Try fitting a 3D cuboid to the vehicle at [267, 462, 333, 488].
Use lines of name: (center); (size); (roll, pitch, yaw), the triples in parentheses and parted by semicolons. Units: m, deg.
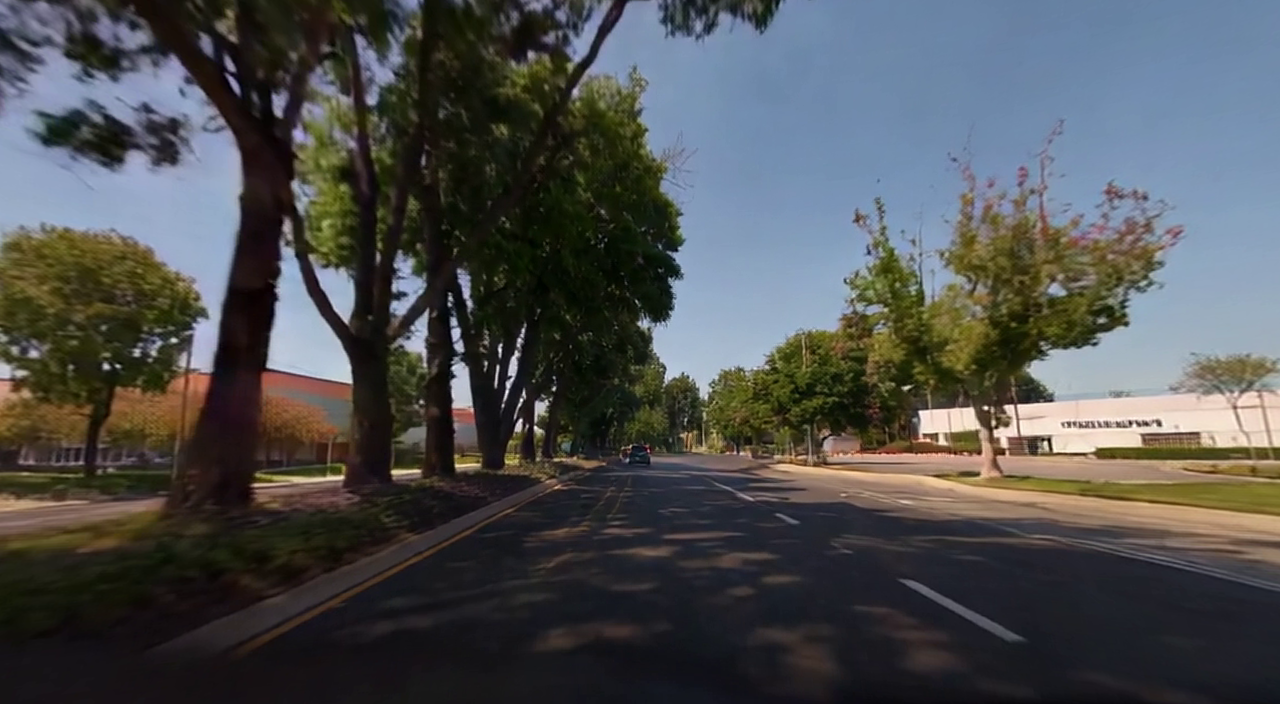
vehicle: (-20.918, 7.543, 39.059); (1.904, 1.412, 3.929); (0, -8, 0)
